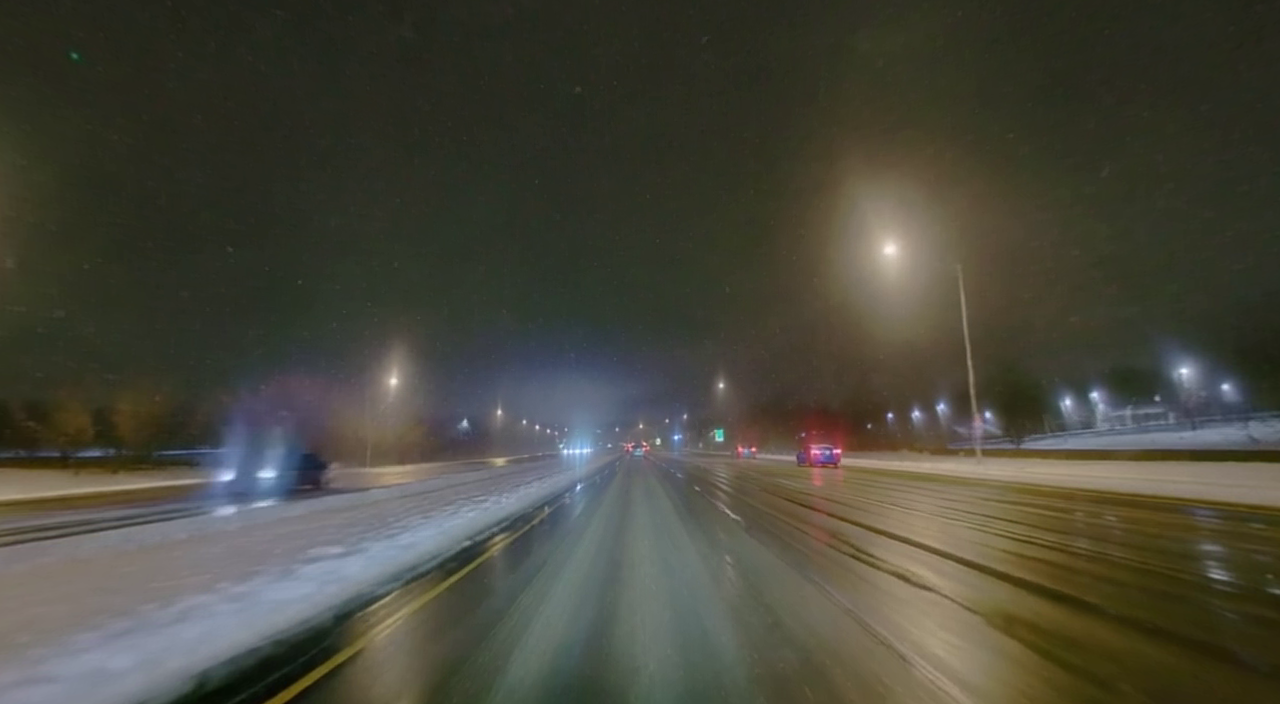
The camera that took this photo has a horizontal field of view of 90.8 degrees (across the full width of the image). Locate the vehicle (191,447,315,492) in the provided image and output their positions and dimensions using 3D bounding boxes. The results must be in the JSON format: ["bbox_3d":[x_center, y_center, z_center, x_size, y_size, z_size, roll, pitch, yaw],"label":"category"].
[{"bbox_3d":[-13.969,4.219,23.135,1.981,1.425,4.147,1,-8,-1],"label":"vehicle"}]

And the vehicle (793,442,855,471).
[{"bbox_3d":[10.637,6.070,36.954,2.024,1.481,4.747,1,-8,-2],"label":"vehicle"}]
